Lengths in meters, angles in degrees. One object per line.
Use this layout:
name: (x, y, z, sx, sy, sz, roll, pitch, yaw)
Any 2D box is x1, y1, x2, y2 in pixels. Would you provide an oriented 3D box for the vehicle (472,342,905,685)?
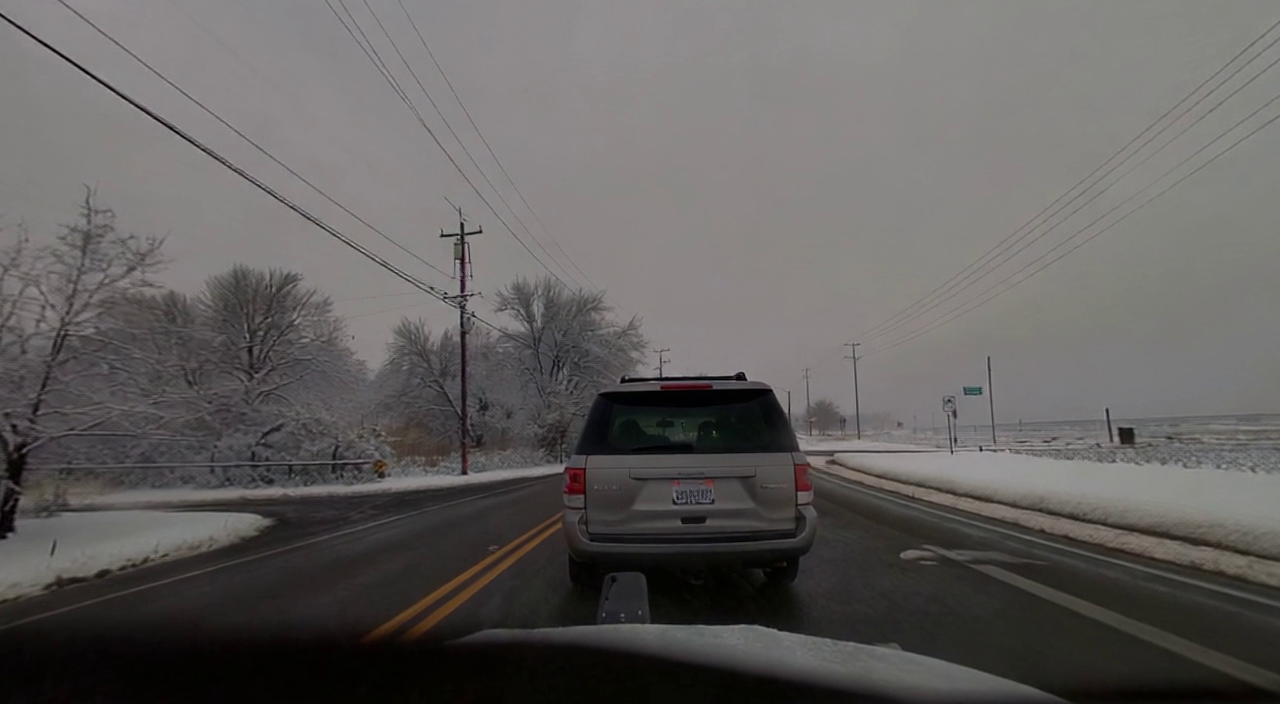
vehicle: (0.181, 1.205, 5.813, 2.364, 1.859, 4.538, 0, -9, -2)
